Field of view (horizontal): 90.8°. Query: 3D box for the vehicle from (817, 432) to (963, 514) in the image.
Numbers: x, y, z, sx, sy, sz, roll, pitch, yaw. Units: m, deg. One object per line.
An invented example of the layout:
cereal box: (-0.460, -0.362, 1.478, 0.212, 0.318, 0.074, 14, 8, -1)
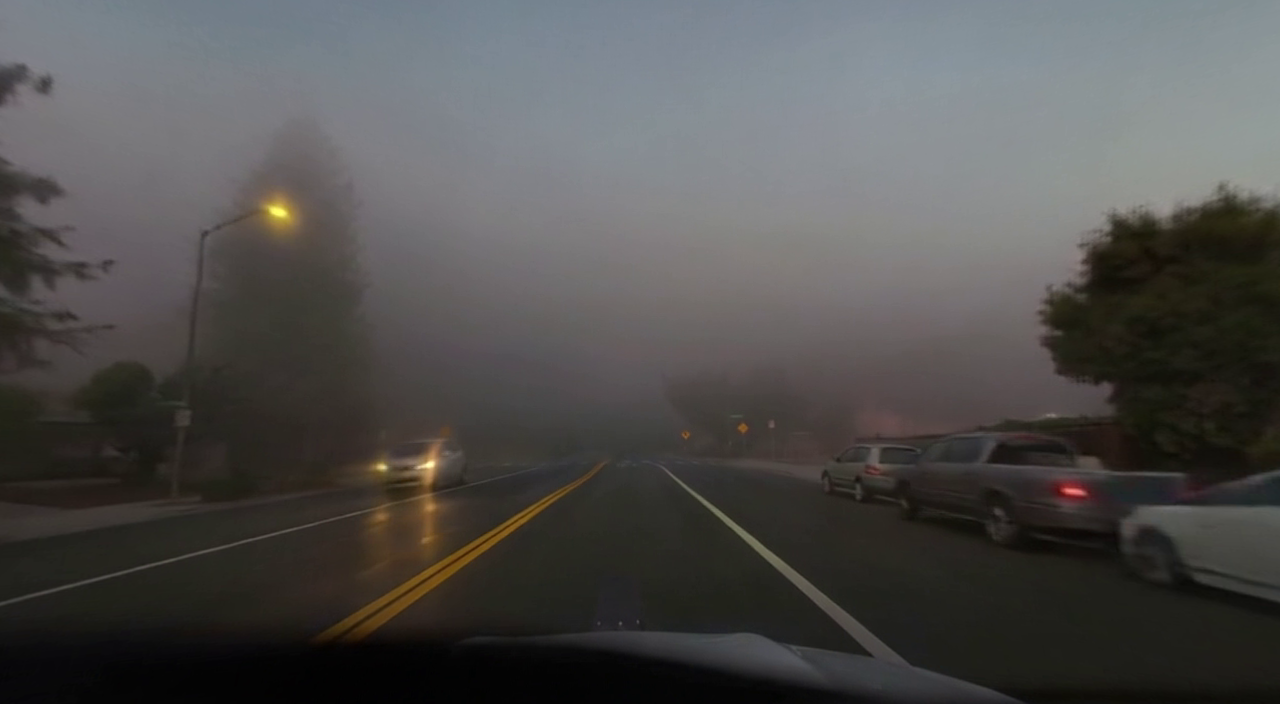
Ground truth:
vehicle: (6.452, 3.144, 16.928, 2.108, 1.897, 4.180, 0, -8, -1)

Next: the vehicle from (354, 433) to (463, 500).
vehicle: (-7.078, 3.515, 19.774, 1.907, 1.860, 3.840, 0, -8, 0)

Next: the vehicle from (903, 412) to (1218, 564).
vehicle: (6.551, 2.139, 10.733, 2.120, 1.986, 4.543, 0, -8, -1)

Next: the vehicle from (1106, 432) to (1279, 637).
vehicle: (6.434, 1.457, 4.873, 2.226, 1.682, 4.461, 0, -8, 0)
